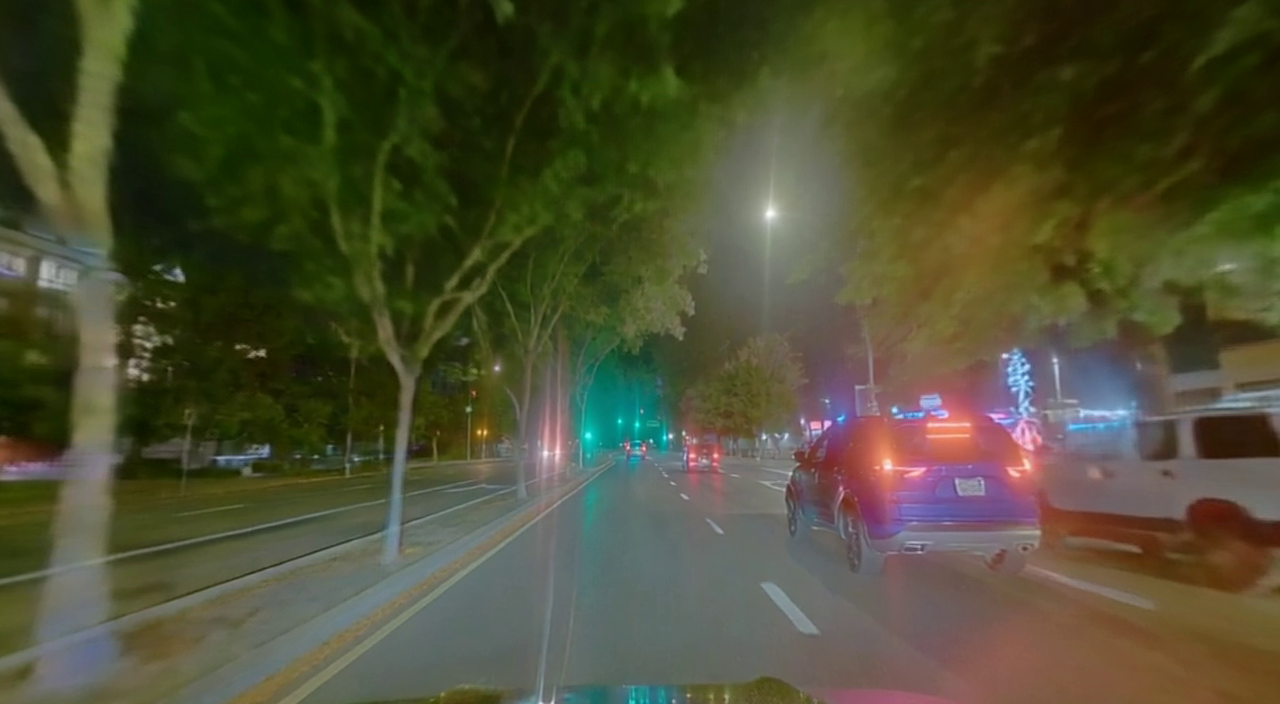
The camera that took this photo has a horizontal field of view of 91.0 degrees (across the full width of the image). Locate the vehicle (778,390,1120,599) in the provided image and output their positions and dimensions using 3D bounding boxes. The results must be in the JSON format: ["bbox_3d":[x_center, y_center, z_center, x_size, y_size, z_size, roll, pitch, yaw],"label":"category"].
[{"bbox_3d":[3.268,1.604,7.916,2.033,1.865,4.360,0,-8,0],"label":"vehicle"}]

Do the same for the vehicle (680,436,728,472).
[{"bbox_3d":[3.421,5.581,34.671,2.085,1.828,5.383,0,-8,0],"label":"vehicle"}]

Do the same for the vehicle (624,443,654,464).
[{"bbox_3d":[-0.056,7.473,46.442,2.131,1.474,4.146,0,-8,0],"label":"vehicle"}]

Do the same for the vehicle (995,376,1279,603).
[{"bbox_3d":[7.263,1.595,7.835,2.342,2.150,5.502,1,-8,-1],"label":"vehicle"}]
